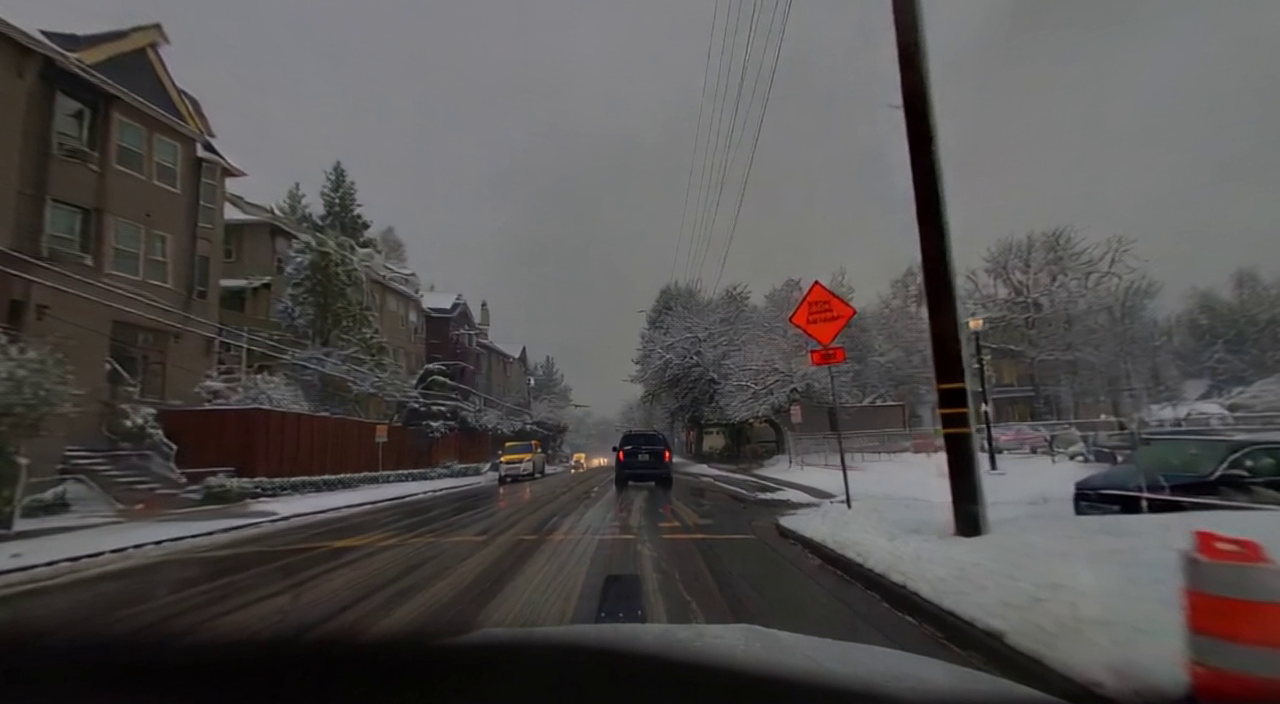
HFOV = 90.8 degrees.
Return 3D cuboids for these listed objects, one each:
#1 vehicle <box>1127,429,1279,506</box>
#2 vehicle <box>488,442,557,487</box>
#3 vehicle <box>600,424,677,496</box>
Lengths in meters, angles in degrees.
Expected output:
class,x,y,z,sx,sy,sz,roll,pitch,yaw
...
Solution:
class,x,y,z,sx,sy,sz,roll,pitch,yaw
vehicle,13.169,2.336,12.957,4.567,1.448,1.890,-1,-9,8
vehicle,-6.096,5.898,33.585,2.502,2.163,5.833,0,-9,0
vehicle,-0.064,3.445,20.480,2.169,2.015,5.206,0,-9,0
